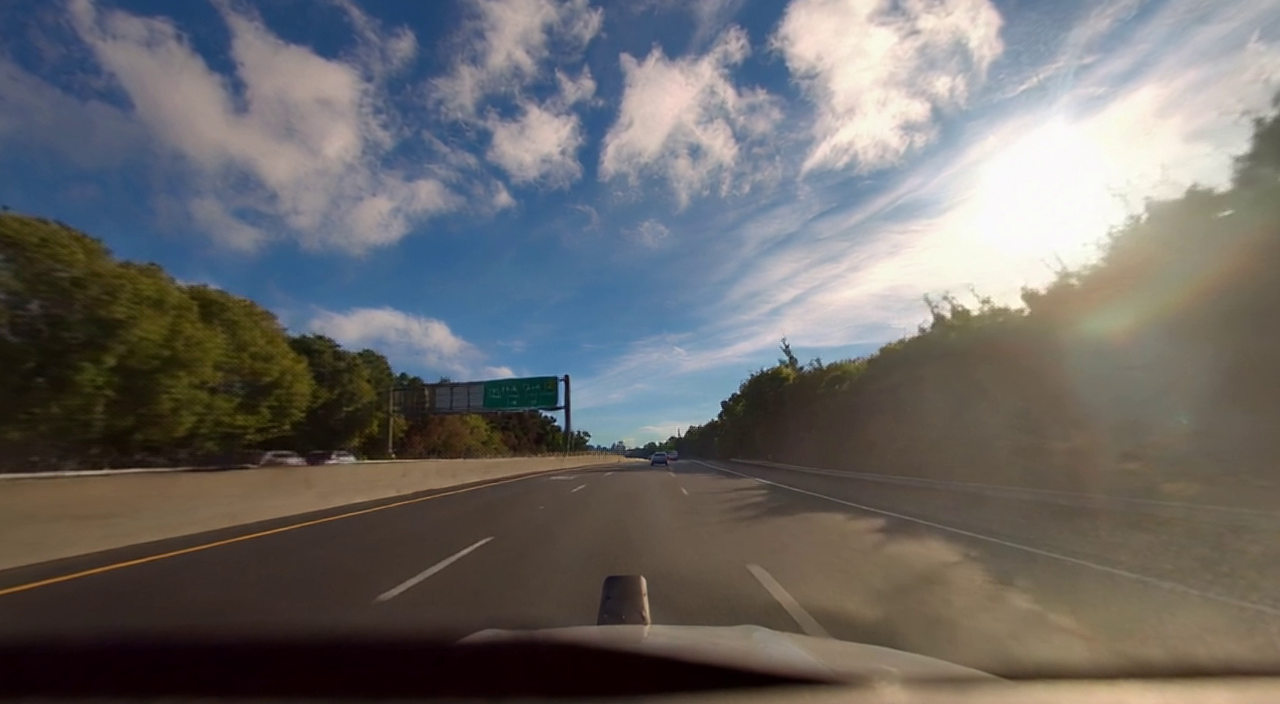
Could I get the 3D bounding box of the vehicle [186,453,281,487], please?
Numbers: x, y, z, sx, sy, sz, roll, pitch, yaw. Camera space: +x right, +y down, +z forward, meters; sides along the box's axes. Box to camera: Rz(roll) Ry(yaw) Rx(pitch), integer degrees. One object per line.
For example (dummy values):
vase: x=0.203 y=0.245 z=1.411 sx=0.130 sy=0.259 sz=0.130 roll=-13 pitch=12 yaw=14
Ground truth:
vehicle: x=-18.326 y=5.318 z=28.608 sx=1.661 sy=1.423 sz=3.796 roll=0 pitch=-9 yaw=2
